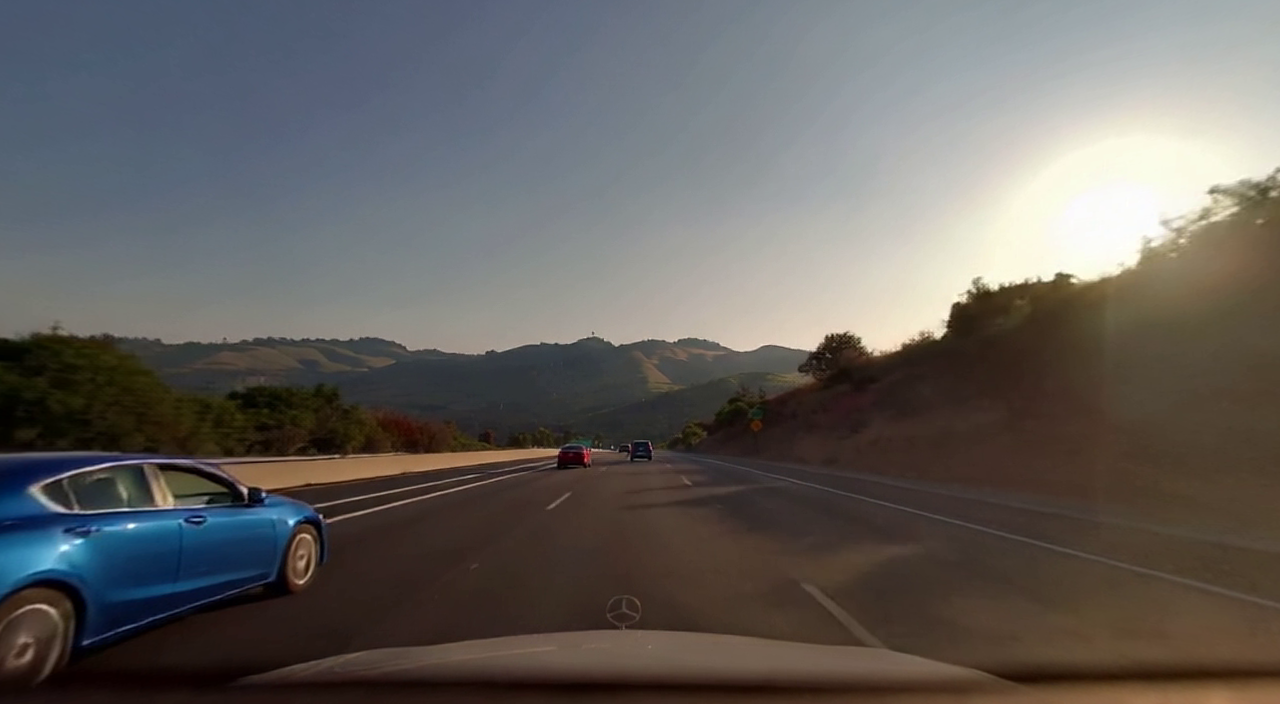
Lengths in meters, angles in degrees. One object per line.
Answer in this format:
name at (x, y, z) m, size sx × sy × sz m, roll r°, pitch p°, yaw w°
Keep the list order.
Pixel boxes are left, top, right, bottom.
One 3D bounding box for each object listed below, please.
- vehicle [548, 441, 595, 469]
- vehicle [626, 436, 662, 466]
vehicle at (-3.779, 5.760, 35.313) m, size 2.082 × 1.485 × 4.237 m, roll 0°, pitch -8°, yaw 1°
vehicle at (0.240, 6.512, 41.626) m, size 2.272 × 1.836 × 4.866 m, roll 0°, pitch -8°, yaw 0°
